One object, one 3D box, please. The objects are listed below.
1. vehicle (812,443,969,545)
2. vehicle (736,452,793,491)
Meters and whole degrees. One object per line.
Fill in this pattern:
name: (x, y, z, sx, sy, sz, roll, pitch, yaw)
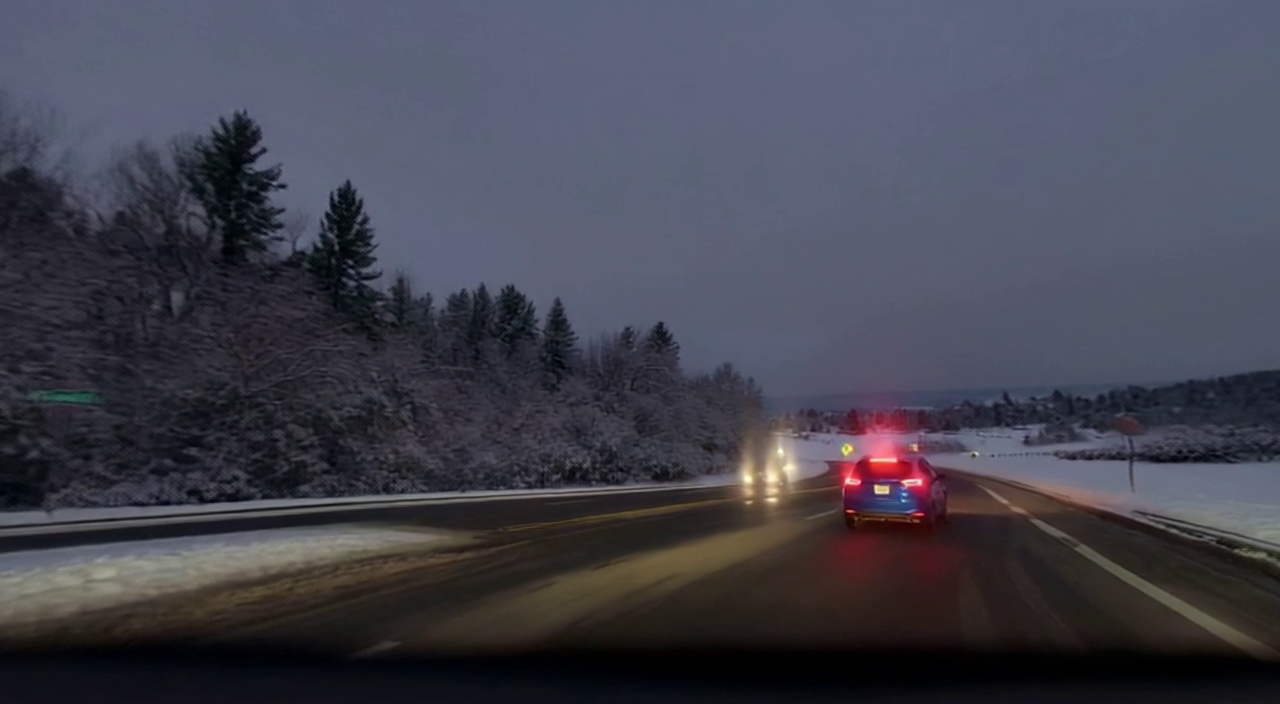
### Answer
vehicle: (4.921, 2.515, 12.002, 2.148, 1.521, 4.089, -5, -9, 29)
vehicle: (7.139, 6.670, 35.688, 2.150, 1.927, 5.209, -4, -9, 22)
